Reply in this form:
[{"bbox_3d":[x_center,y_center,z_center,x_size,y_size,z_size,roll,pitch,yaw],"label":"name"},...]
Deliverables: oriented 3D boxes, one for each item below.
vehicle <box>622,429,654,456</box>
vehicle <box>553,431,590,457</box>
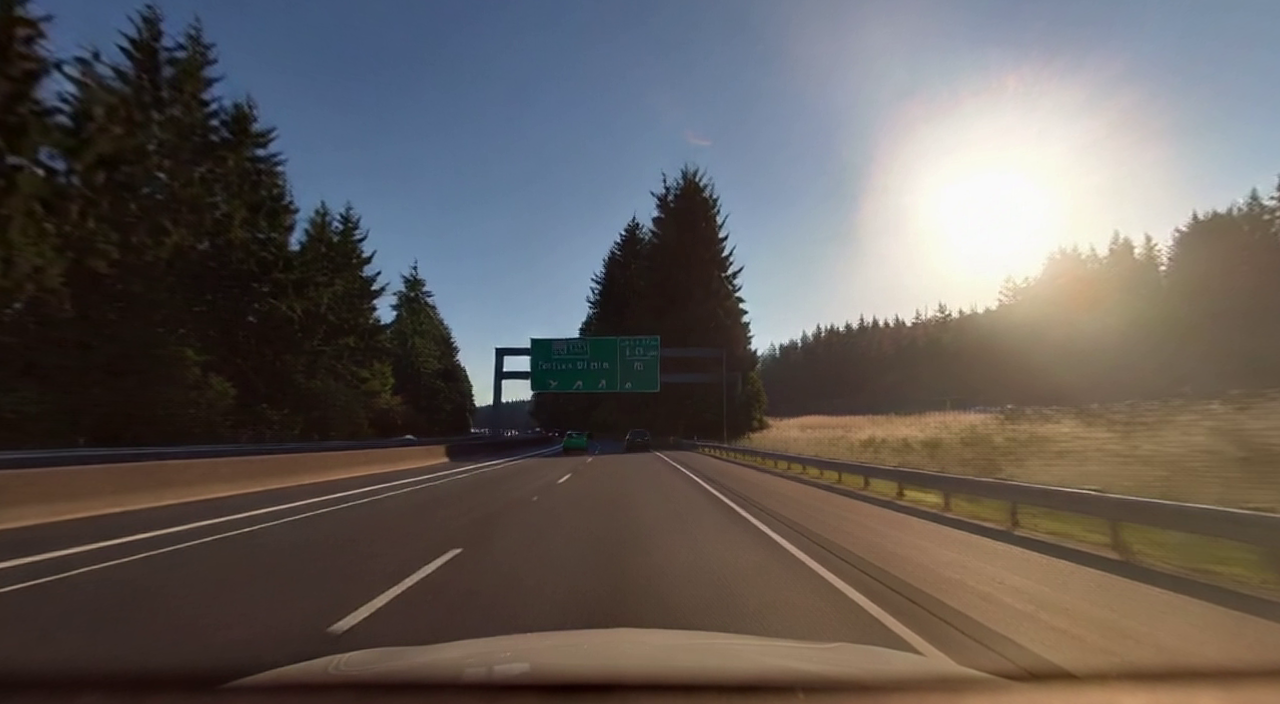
[{"bbox_3d":[-0.189,6.471,45.083,2.170,1.790,4.490,0,-8,-1],"label":"vehicle"},{"bbox_3d":[-4.570,6.233,42.776,2.055,1.610,4.116,0,-8,0],"label":"vehicle"}]
